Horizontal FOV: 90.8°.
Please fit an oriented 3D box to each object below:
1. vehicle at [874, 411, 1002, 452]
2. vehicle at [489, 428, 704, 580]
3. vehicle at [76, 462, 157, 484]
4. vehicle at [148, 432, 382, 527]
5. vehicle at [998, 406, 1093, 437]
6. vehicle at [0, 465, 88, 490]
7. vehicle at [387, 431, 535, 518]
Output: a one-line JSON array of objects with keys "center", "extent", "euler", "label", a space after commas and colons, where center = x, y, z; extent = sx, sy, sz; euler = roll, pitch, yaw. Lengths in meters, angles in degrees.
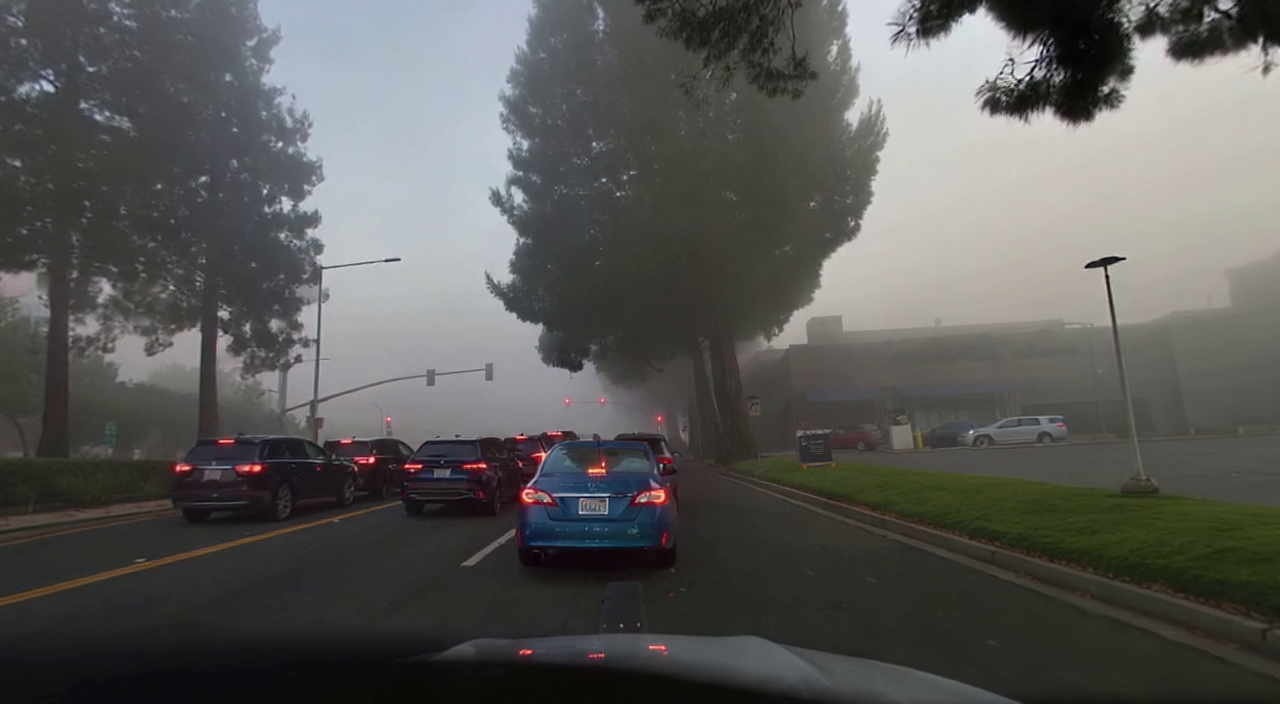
[{"center": [13.947, 3.773, 29.830], "extent": [4.975, 1.809, 1.956], "euler": [0, -9, 1], "label": "vehicle"}, {"center": [-0.415, 1.798, 8.237], "extent": [2.104, 1.472, 3.946], "euler": [0, -9, 0], "label": "vehicle"}, {"center": [-36.349, 8.369, 43.907], "extent": [3.918, 1.423, 1.861], "euler": [0, -9, -1], "label": "vehicle"}, {"center": [-7.277, 2.504, 12.947], "extent": [2.096, 1.593, 4.288], "euler": [0, -9, 1], "label": "vehicle"}, {"center": [28.630, 4.948, 44.848], "extent": [5.333, 1.880, 2.130], "euler": [-6, -9, 25], "label": "vehicle"}, {"center": [-36.598, 7.632, 38.550], "extent": [4.093, 1.440, 1.804], "euler": [0, -9, 0], "label": "vehicle"}, {"center": [-3.623, 2.561, 13.641], "extent": [1.969, 1.570, 4.019], "euler": [0, -9, 1], "label": "vehicle"}]
